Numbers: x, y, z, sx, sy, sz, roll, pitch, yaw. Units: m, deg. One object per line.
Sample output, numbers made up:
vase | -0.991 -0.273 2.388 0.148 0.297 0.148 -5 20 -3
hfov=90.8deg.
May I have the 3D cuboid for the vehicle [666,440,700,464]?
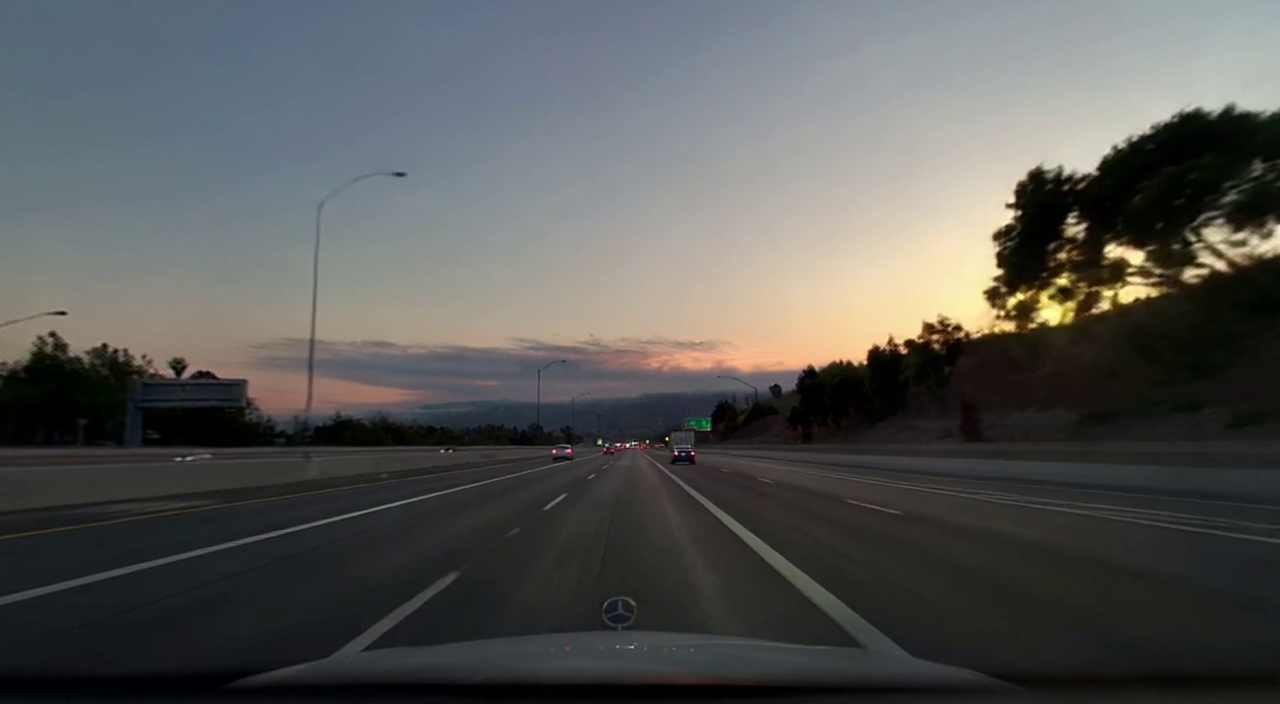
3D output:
vehicle | 3.347 7.834 49.710 2.166 1.770 4.703 0 -9 -2
